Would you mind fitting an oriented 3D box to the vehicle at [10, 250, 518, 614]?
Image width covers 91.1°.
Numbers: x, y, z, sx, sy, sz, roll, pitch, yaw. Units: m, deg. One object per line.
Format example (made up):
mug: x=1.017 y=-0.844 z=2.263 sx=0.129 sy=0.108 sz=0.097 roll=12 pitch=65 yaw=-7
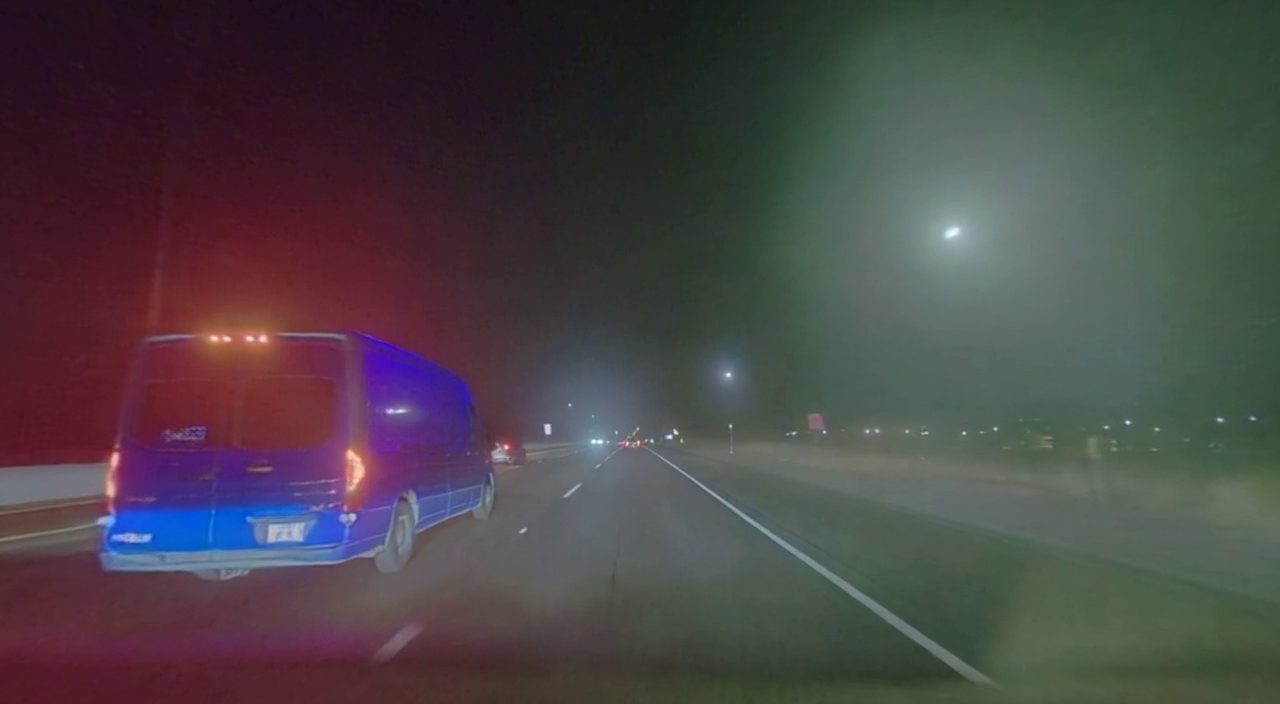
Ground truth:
vehicle: x=-3.530 y=1.054 z=8.496 sx=2.428 sy=2.782 sz=7.330 roll=0 pitch=-8 yaw=-1
